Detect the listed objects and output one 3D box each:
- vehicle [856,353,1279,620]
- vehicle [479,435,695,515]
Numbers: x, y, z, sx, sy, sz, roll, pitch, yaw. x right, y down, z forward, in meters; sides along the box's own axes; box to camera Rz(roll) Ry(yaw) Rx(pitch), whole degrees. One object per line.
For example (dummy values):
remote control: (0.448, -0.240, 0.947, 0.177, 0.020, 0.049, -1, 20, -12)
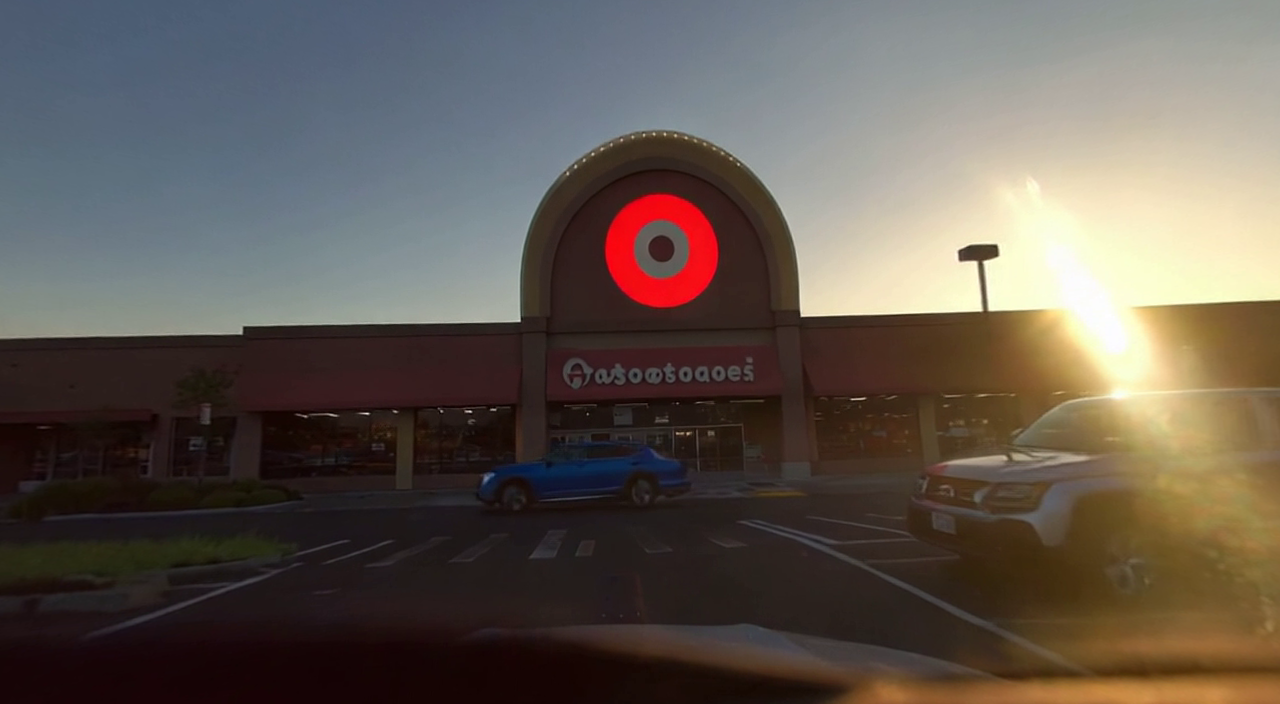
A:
vehicle: (4.983, 1.168, 6.062, 4.864, 1.916, 2.413, 1, -8, -6)
vehicle: (-1.296, 2.981, 15.668, 4.957, 1.788, 2.092, 1, -9, -6)
